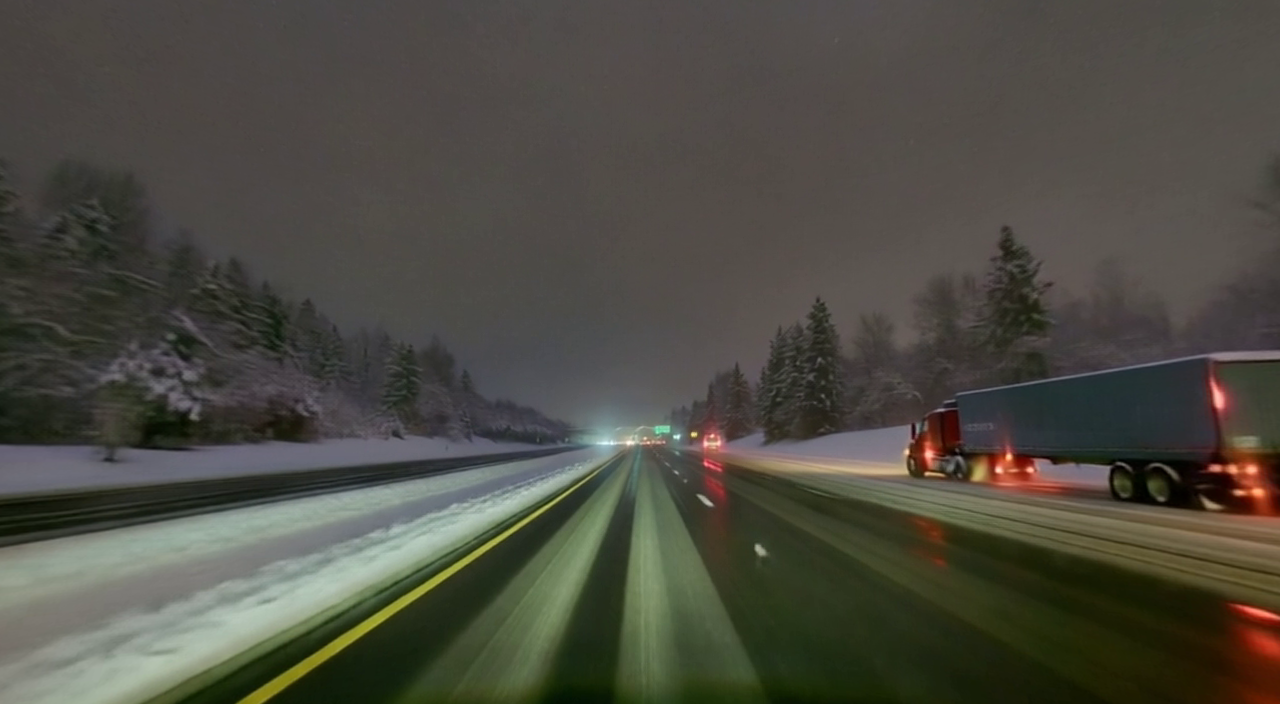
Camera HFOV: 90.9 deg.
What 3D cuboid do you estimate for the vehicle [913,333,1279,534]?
[{"bbox_3d":[10.735,2.056,15.607,2.960,3.207,10.950,0,-8,0],"label":"vehicle"}]
